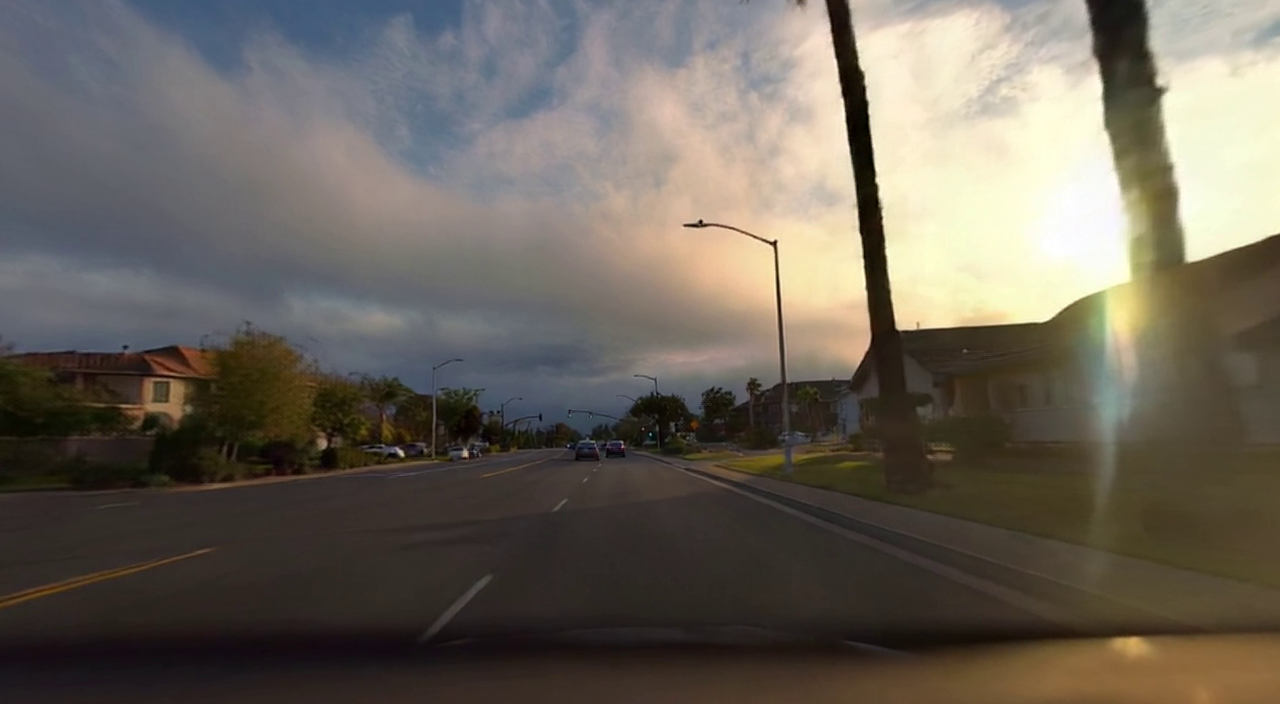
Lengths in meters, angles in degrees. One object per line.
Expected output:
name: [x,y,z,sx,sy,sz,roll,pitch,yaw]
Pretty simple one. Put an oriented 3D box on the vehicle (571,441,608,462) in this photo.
vehicle: [-3.820,7.633,48.641,2.060,1.526,3.859,-1,-8,7]
